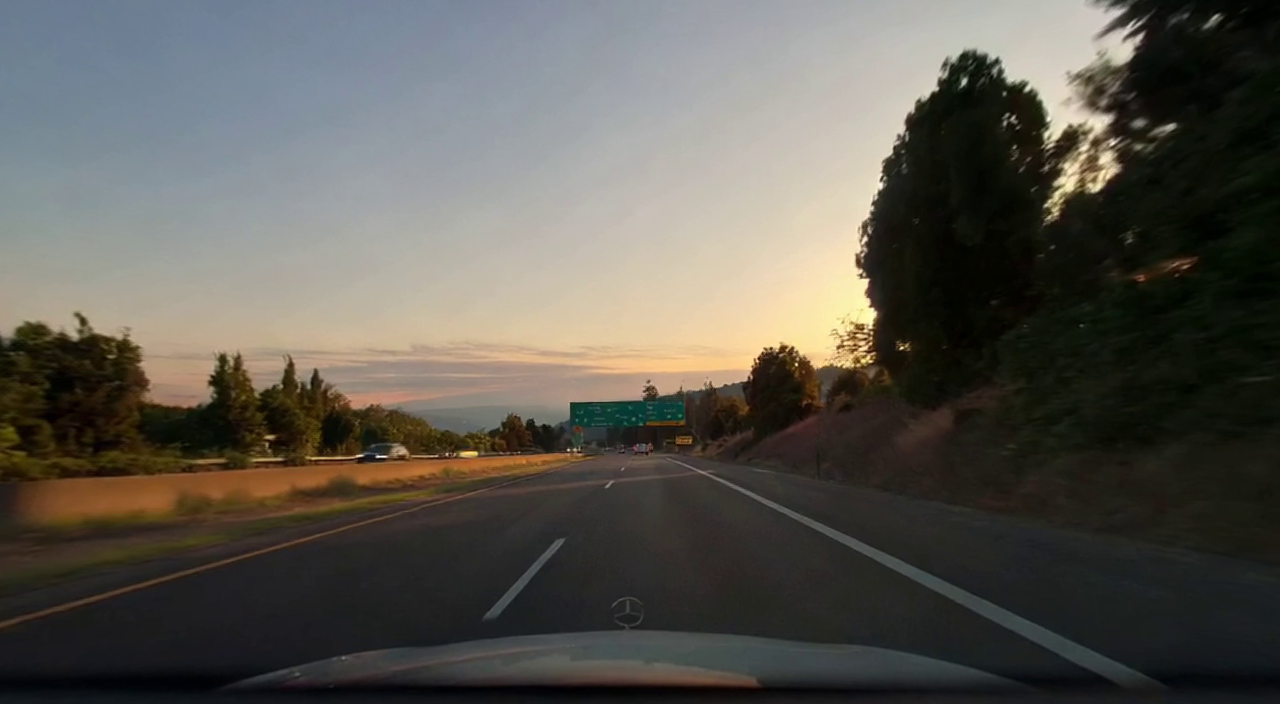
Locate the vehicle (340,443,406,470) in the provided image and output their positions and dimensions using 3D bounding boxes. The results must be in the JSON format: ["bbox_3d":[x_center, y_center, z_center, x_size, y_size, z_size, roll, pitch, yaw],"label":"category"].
[{"bbox_3d":[-15.680,6.154,37.236,1.871,1.482,4.598,0,-8,0],"label":"vehicle"}]
